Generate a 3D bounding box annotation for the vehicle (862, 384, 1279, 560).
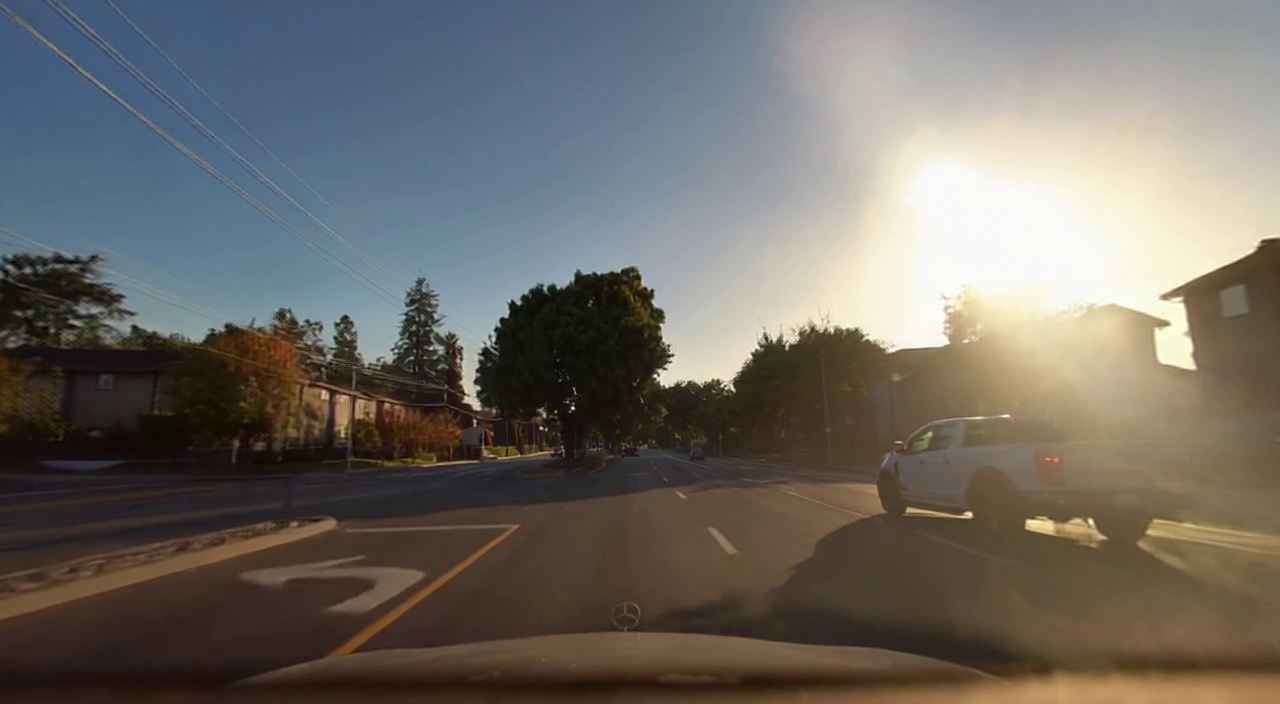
[{"bbox_3d":[5.997,1.786,10.191,2.493,1.956,6.125,0,-8,-1],"label":"vehicle"}]
